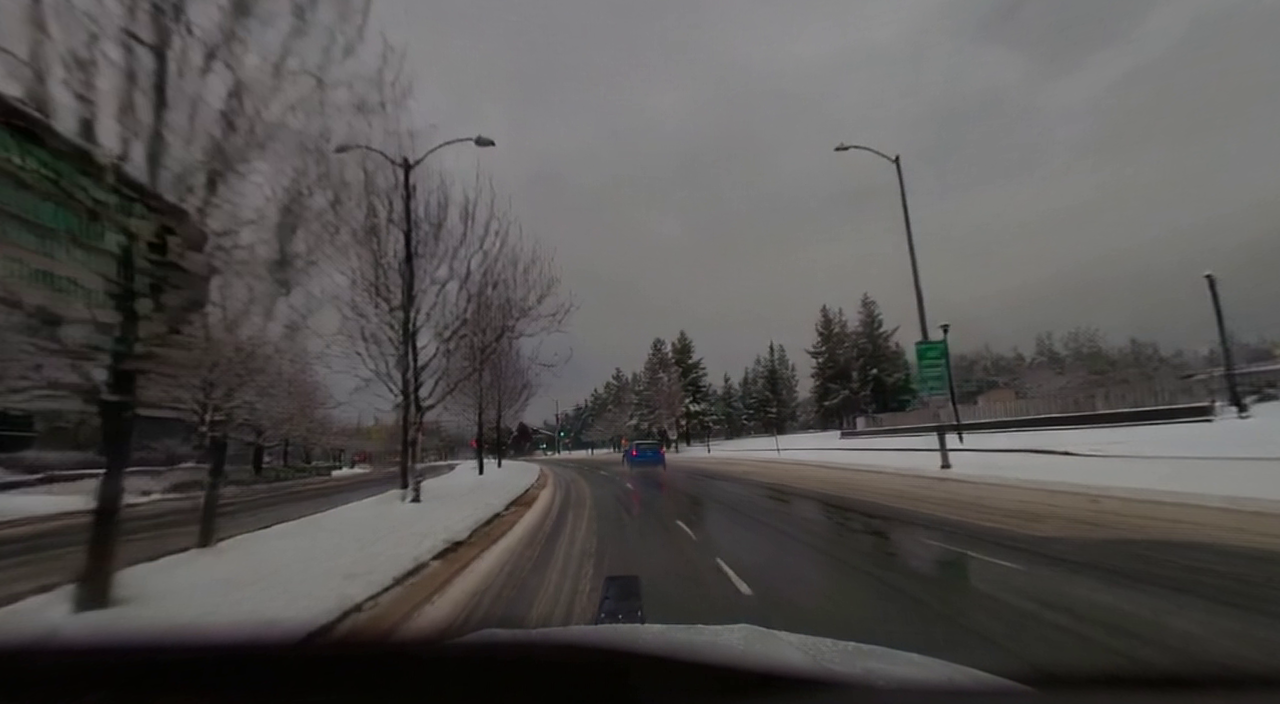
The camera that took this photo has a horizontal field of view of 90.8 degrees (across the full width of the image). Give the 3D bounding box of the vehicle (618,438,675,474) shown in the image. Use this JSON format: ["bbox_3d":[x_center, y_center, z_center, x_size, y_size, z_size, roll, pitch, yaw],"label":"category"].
[{"bbox_3d":[0.246,5.296,32.434,2.165,1.633,4.381,0,-8,-10],"label":"vehicle"}]
